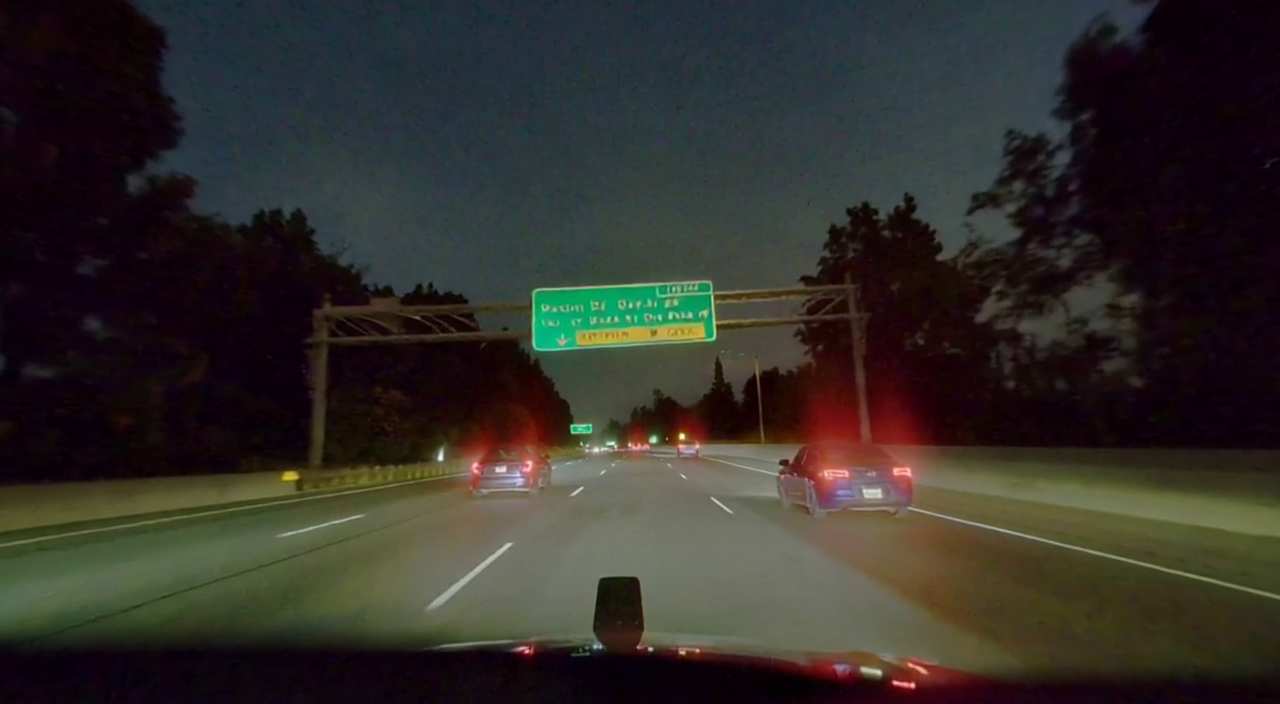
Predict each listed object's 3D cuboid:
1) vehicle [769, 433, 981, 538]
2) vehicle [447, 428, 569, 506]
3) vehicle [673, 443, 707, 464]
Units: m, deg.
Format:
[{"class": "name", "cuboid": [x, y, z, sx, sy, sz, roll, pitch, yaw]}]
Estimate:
[{"class": "vehicle", "cuboid": [3.711, 2.187, 10.989, 1.947, 1.437, 4.345, 0, -9, -1]}, {"class": "vehicle", "cuboid": [-3.287, 2.981, 16.791, 2.244, 1.755, 4.417, 0, -9, 1]}, {"class": "vehicle", "cuboid": [3.512, 7.200, 44.961, 2.021, 1.447, 3.985, 0, -9, -1]}]
